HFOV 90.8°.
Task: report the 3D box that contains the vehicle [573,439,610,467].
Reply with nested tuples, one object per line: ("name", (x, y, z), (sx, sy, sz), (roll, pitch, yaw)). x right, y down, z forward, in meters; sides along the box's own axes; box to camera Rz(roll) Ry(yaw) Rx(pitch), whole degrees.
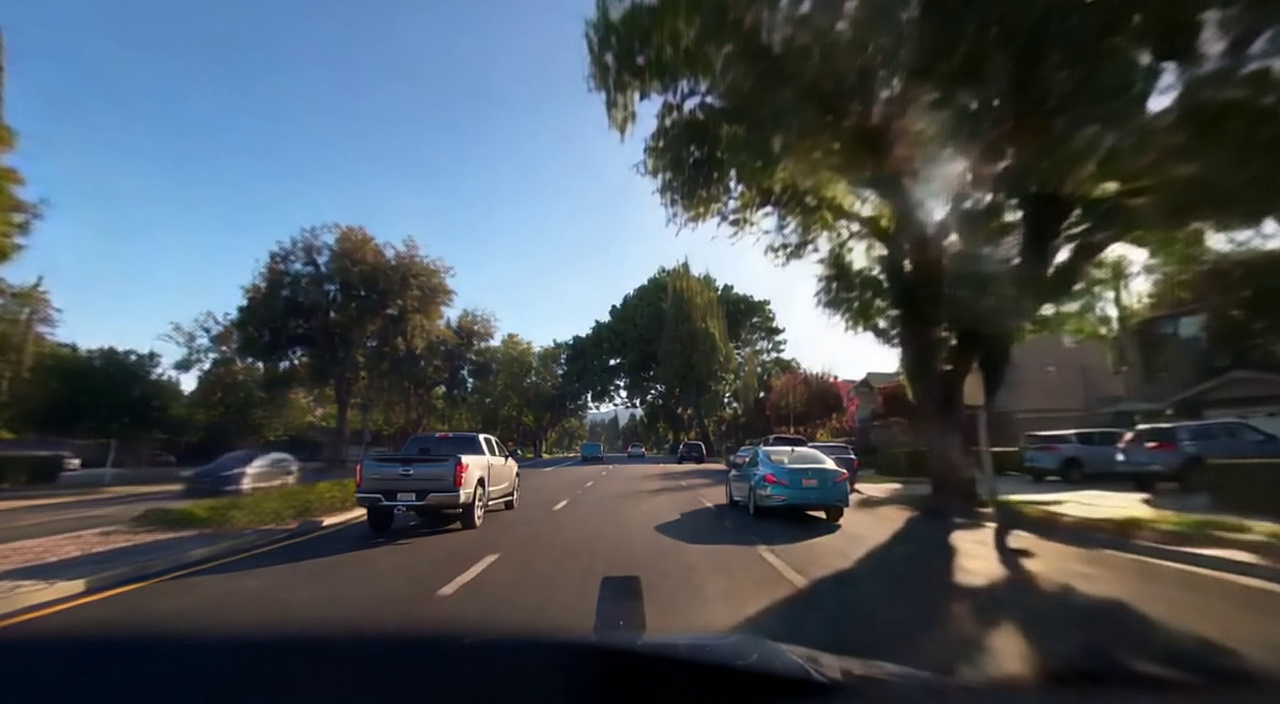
("vehicle", (-3.321, 7.044, 44.128), (2.218, 1.829, 4.492), (0, -8, 0))

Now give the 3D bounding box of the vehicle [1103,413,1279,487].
("vehicle", (15.023, 2.530, 16.445), (4.320, 1.792, 1.989), (0, -8, -1))

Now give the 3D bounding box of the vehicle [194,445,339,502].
("vehicle", (-12.013, 3.899, 20.764), (1.949, 1.624, 4.567), (0, -8, 0))

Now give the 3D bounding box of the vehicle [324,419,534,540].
("vehicle", (-3.537, 2.261, 11.943), (2.111, 1.745, 5.274), (0, -8, 0))

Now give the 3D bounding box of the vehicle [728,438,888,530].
("vehicle", (3.033, 2.456, 12.413), (1.884, 1.463, 4.195), (0, -8, -2))

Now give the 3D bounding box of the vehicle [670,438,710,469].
("vehicle", (3.129, 6.458, 40.379), (2.099, 1.845, 4.363), (0, -8, -2))
